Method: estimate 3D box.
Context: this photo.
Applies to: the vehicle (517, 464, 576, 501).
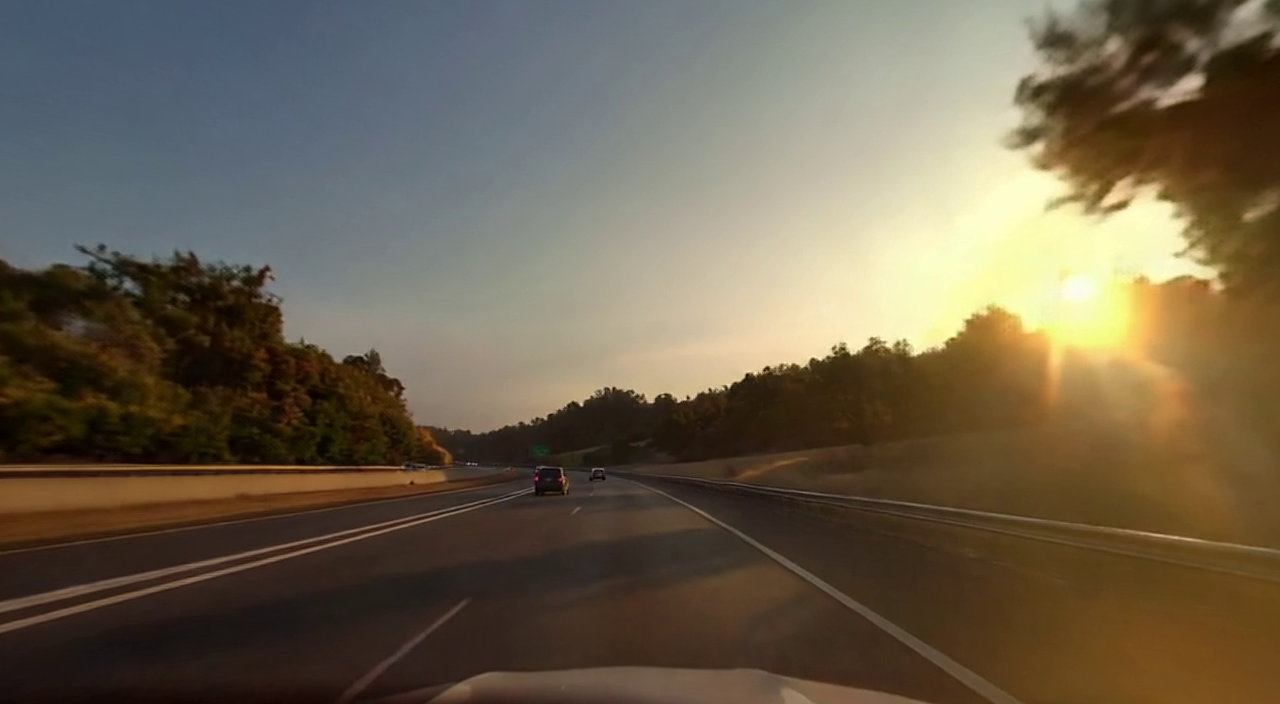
[{"bbox_3d":[-4.253,6.055,29.394,2.115,1.546,4.638,1,-11,-1],"label":"vehicle"}]
